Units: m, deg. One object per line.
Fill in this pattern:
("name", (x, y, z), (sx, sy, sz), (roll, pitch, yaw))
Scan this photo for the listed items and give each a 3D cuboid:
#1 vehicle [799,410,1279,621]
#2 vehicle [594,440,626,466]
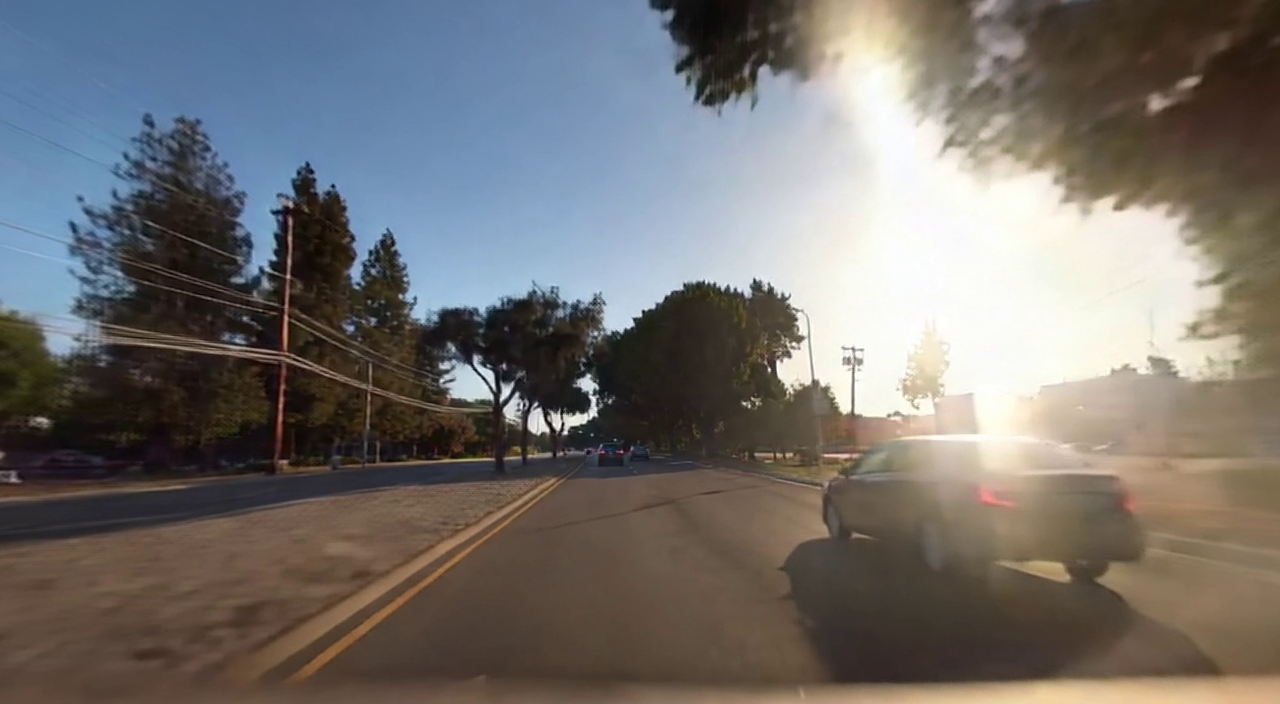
("vehicle", (3.734, 1.635, 7.367), (2.235, 1.597, 4.918), (0, -9, -3))
("vehicle", (-2.229, 7.259, 45.334), (2.189, 1.776, 4.342), (1, -9, -4))
